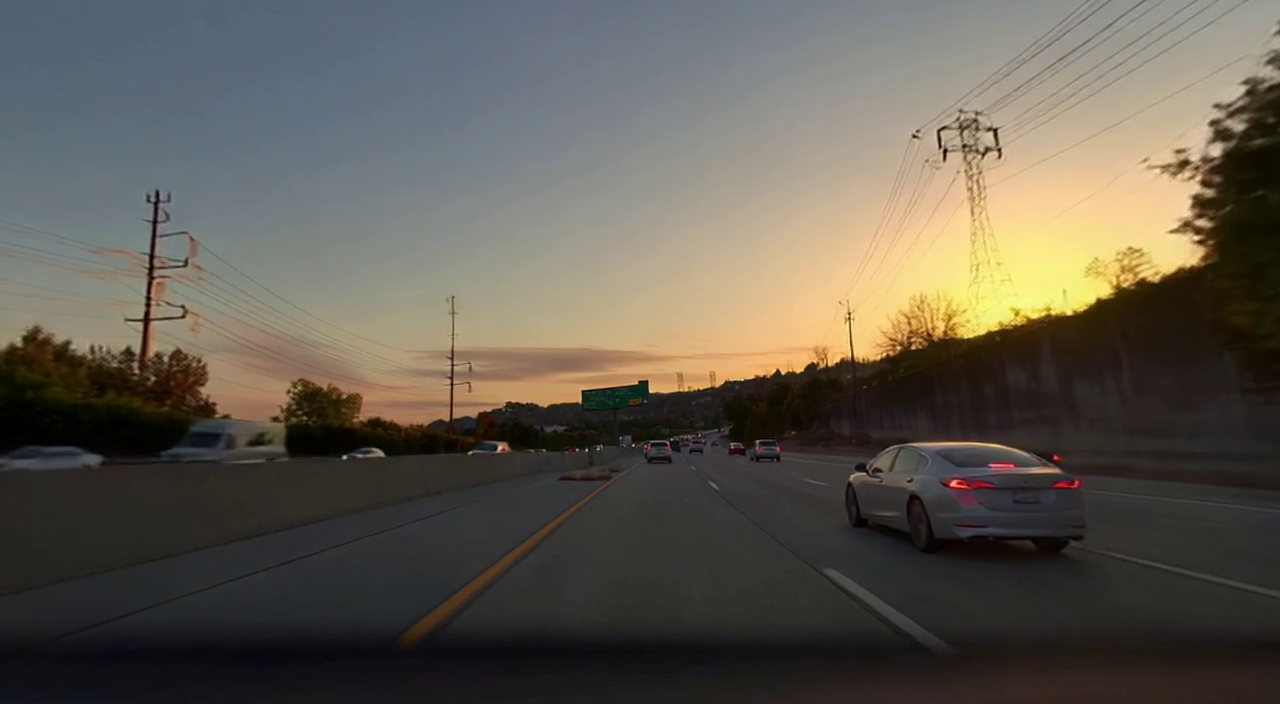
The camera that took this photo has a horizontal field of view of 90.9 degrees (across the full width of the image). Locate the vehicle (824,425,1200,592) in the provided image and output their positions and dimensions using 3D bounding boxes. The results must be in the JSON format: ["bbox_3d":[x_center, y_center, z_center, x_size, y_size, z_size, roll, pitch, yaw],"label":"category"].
[{"bbox_3d":[3.975,1.726,7.901,1.986,1.478,4.429,0,-8,0],"label":"vehicle"}]

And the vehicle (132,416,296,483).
[{"bbox_3d":[-17.035,3.953,25.779,2.354,2.415,5.937,0,-8,2],"label":"vehicle"}]

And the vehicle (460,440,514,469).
[{"bbox_3d":[-9.366,6.301,39.025,1.984,1.635,4.525,0,-8,3],"label":"vehicle"}]

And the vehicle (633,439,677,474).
[{"bbox_3d":[0.742,5.178,31.473,2.042,1.581,3.769,0,-8,1],"label":"vehicle"}]

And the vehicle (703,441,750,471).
[{"bbox_3d":[4.468,5.431,33.049,1.936,1.465,4.060,0,-8,1],"label":"vehicle"}]

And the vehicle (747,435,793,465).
[{"bbox_3d":[8.338,6.313,40.836,2.041,1.821,4.562,0,-8,1],"label":"vehicle"}]

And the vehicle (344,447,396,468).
[{"bbox_3d":[-20.201,7.906,47.334,1.839,1.459,4.244,0,-8,2],"label":"vehicle"}]

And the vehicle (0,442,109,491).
[{"bbox_3d":[-20.911,3.831,21.417,1.856,1.503,4.367,0,-8,1],"label":"vehicle"}]
